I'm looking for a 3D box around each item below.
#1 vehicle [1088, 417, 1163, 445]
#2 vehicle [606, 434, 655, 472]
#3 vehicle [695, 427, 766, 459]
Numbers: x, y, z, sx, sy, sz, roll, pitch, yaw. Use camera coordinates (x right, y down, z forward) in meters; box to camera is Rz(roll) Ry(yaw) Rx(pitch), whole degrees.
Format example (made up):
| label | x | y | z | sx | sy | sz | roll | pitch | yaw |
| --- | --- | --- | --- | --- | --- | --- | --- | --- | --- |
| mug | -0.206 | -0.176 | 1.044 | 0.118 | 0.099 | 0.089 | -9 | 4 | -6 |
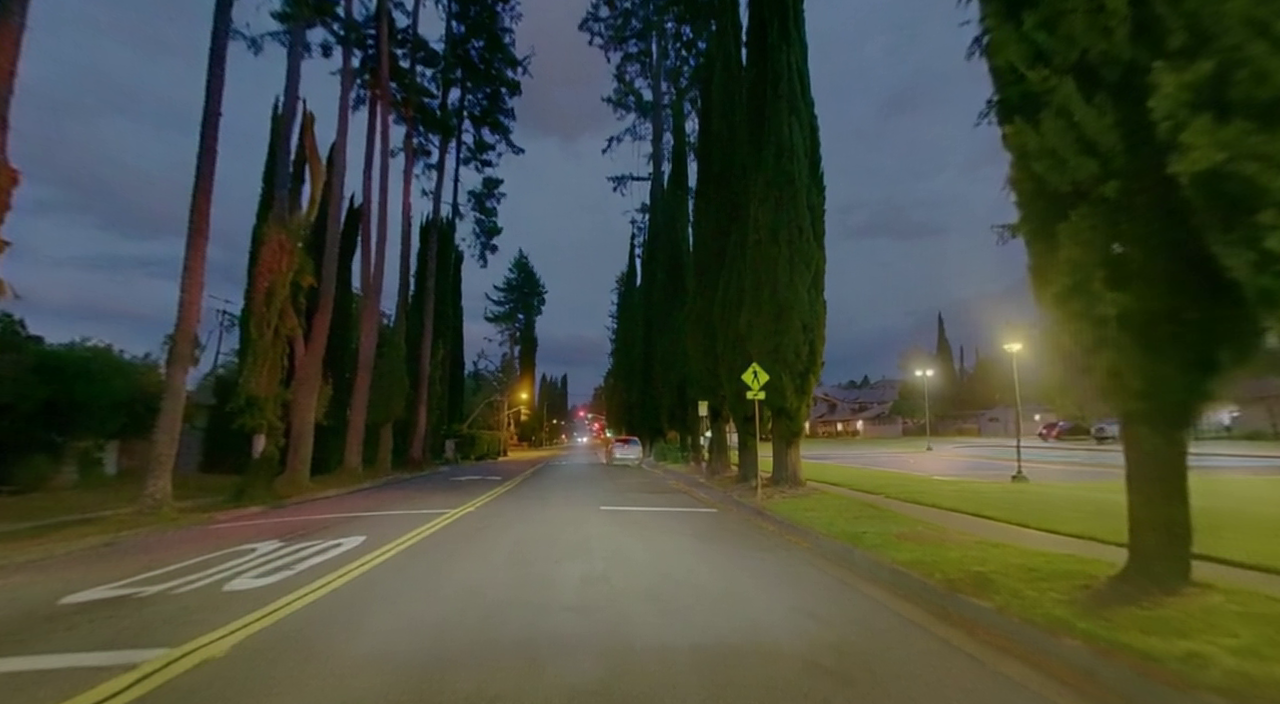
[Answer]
| label | x | y | z | sx | sy | sz | roll | pitch | yaw |
| --- | --- | --- | --- | --- | --- | --- | --- | --- | --- |
| vehicle | 30.545 | 4.988 | 39.716 | 4.481 | 1.634 | 1.973 | 4 | -10 | -29 |
| vehicle | -0.570 | 5.120 | 32.285 | 2.204 | 1.776 | 4.262 | 1 | -8 | -5 |
| vehicle | 5.996 | 5.970 | 41.680 | 4.390 | 1.696 | 1.954 | 1 | -7 | -35 |
